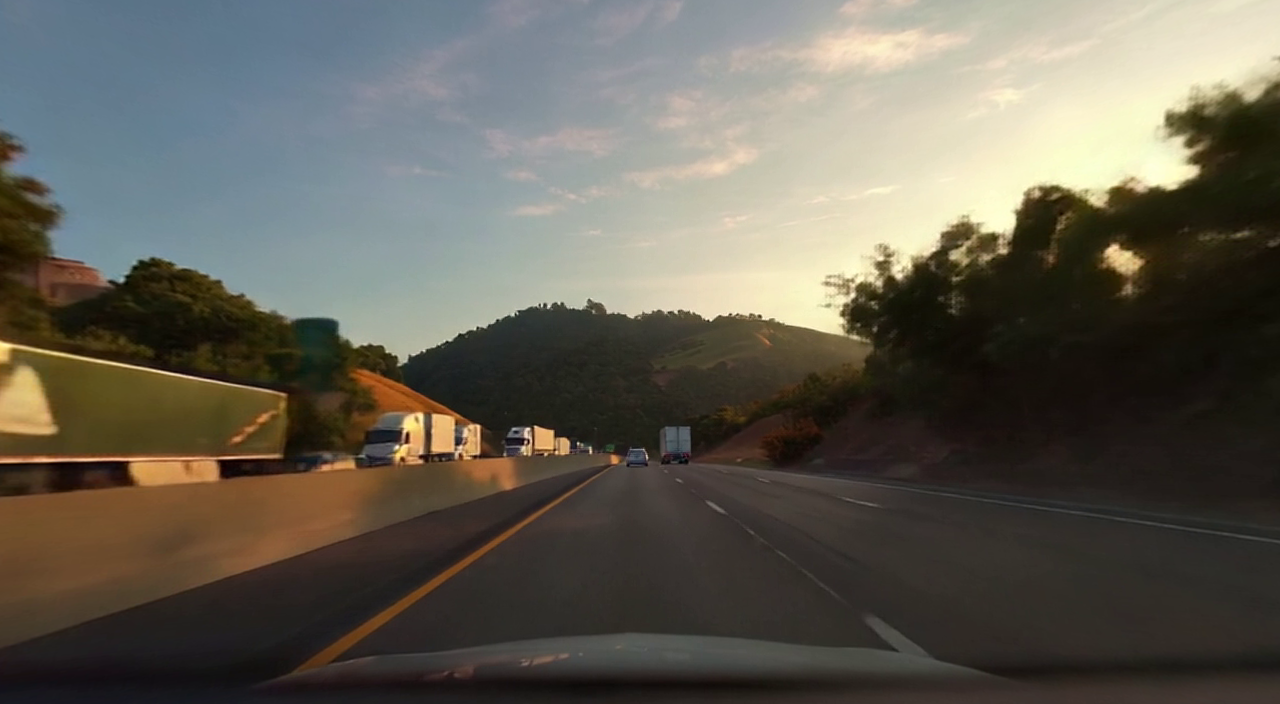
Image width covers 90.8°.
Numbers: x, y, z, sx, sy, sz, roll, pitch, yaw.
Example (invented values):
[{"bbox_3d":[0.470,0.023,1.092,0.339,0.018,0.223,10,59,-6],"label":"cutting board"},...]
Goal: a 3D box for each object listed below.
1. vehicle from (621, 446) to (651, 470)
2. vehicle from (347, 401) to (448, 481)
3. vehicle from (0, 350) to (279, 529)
[{"bbox_3d":[-0.301,7.987,47.796,2.137,1.689,4.051,0,-9,-1],"label":"vehicle"},{"bbox_3d":[-12.750,4.811,33.835,2.948,3.877,6.066,0,-9,-1],"label":"vehicle"},{"bbox_3d":[-13.138,2.328,16.684,2.668,3.649,7.436,0,-9,0],"label":"vehicle"}]
